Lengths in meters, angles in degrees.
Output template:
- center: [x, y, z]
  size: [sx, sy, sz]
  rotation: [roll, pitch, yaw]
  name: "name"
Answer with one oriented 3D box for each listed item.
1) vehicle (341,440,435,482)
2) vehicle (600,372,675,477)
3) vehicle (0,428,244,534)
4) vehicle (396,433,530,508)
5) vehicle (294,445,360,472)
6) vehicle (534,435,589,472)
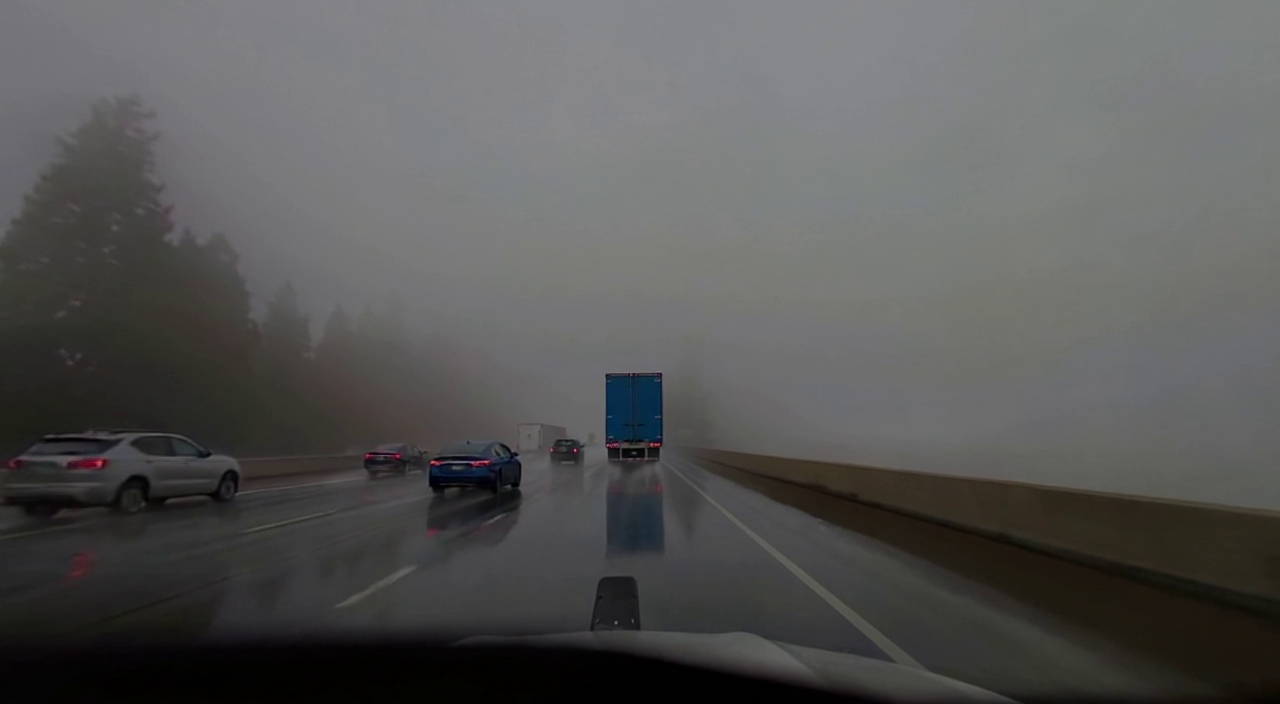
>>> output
- center: [-9.678, 4.200, 24.566]
  size: [1.863, 1.474, 4.278]
  rotation: [0, -8, 0]
  name: "vehicle"
- center: [-0.299, 3.614, 30.181]
  size: [2.913, 4.113, 10.724]
  rotation: [0, -8, -2]
  name: "vehicle"
- center: [-9.640, 2.252, 11.611]
  size: [1.952, 1.590, 4.090]
  rotation: [0, -8, 0]
  name: "vehicle"
- center: [-4.185, 2.854, 15.650]
  size: [2.164, 1.582, 3.979]
  rotation: [0, -8, 0]
  name: "vehicle"
- center: [-18.026, 6.115, 36.471]
  size: [1.726, 1.443, 4.296]
  rotation: [0, -8, -1]
  name: "vehicle"
- center: [-3.839, 5.038, 31.377]
  size: [2.158, 1.680, 4.087]
  rotation: [0, -8, 1]
  name: "vehicle"
